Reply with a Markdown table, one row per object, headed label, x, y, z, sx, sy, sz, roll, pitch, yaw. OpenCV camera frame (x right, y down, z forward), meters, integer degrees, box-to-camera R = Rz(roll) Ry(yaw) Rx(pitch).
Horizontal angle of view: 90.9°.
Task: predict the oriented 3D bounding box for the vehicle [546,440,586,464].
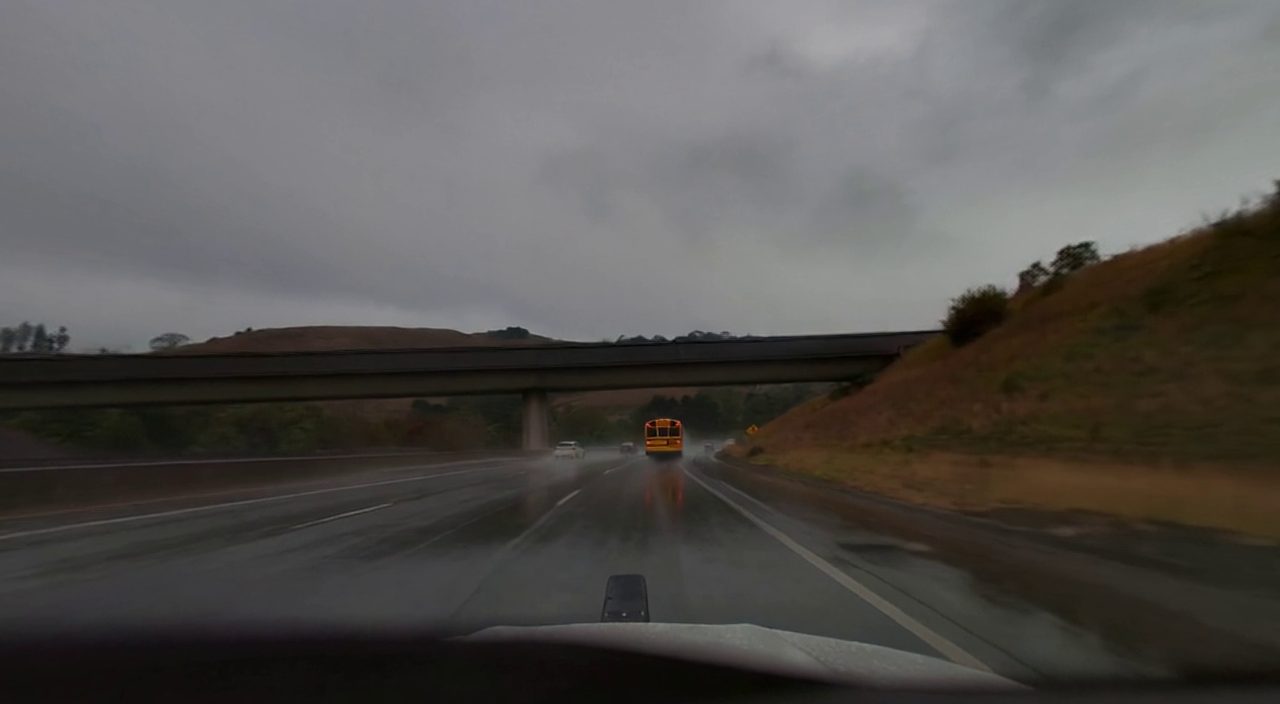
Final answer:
| label | x | y | z | sx | sy | sz | roll | pitch | yaw |
| --- | --- | --- | --- | --- | --- | --- | --- | --- | --- |
| vehicle | -5.508 | 7.504 | 47.566 | 2.172 | 1.689 | 4.625 | -1 | -8 | 5 |

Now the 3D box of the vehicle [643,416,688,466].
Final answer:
| label | x | y | z | sx | sy | sz | roll | pitch | yaw |
| --- | --- | --- | --- | --- | --- | --- | --- | --- | --- |
| vehicle | 1.990 | 6.638 | 47.062 | 2.945 | 3.295 | 10.406 | 0 | -8 | 3 |
